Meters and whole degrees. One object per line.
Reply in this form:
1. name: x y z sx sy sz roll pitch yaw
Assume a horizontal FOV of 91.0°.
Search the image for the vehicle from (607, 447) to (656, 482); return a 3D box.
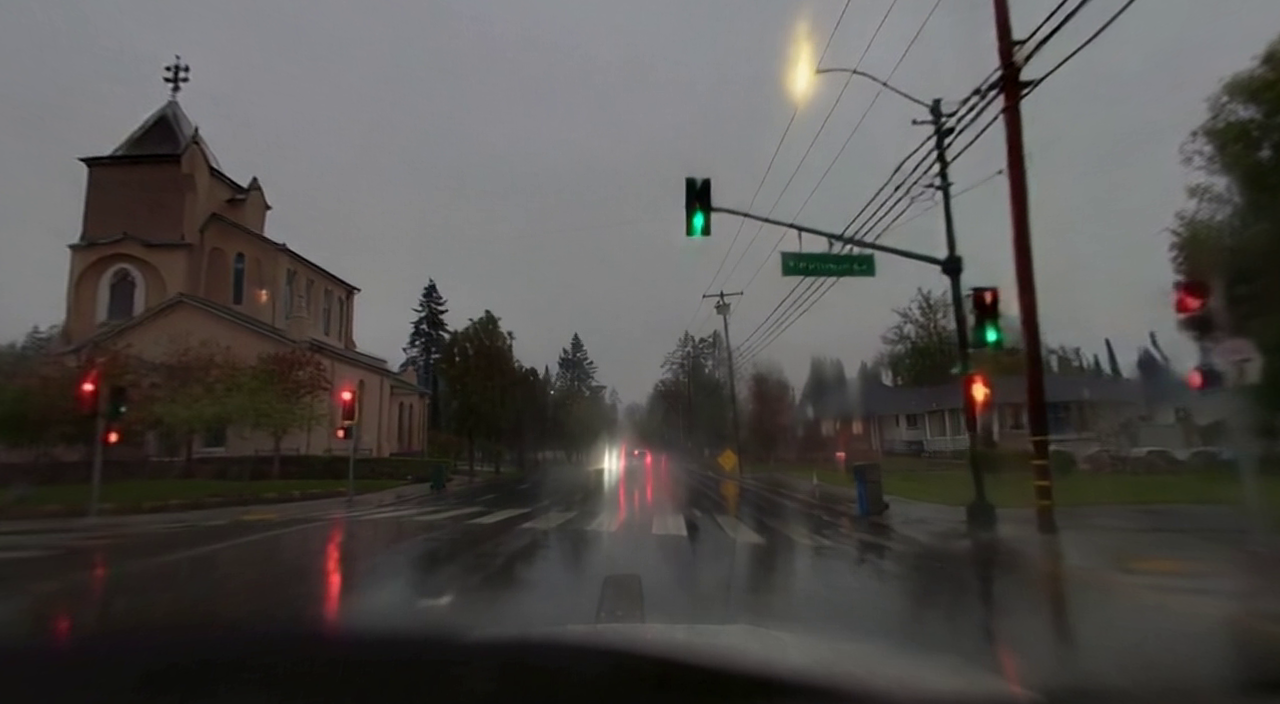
1. vehicle: -0.388 5.127 28.954 2.093 1.497 4.010 0 -9 -1
